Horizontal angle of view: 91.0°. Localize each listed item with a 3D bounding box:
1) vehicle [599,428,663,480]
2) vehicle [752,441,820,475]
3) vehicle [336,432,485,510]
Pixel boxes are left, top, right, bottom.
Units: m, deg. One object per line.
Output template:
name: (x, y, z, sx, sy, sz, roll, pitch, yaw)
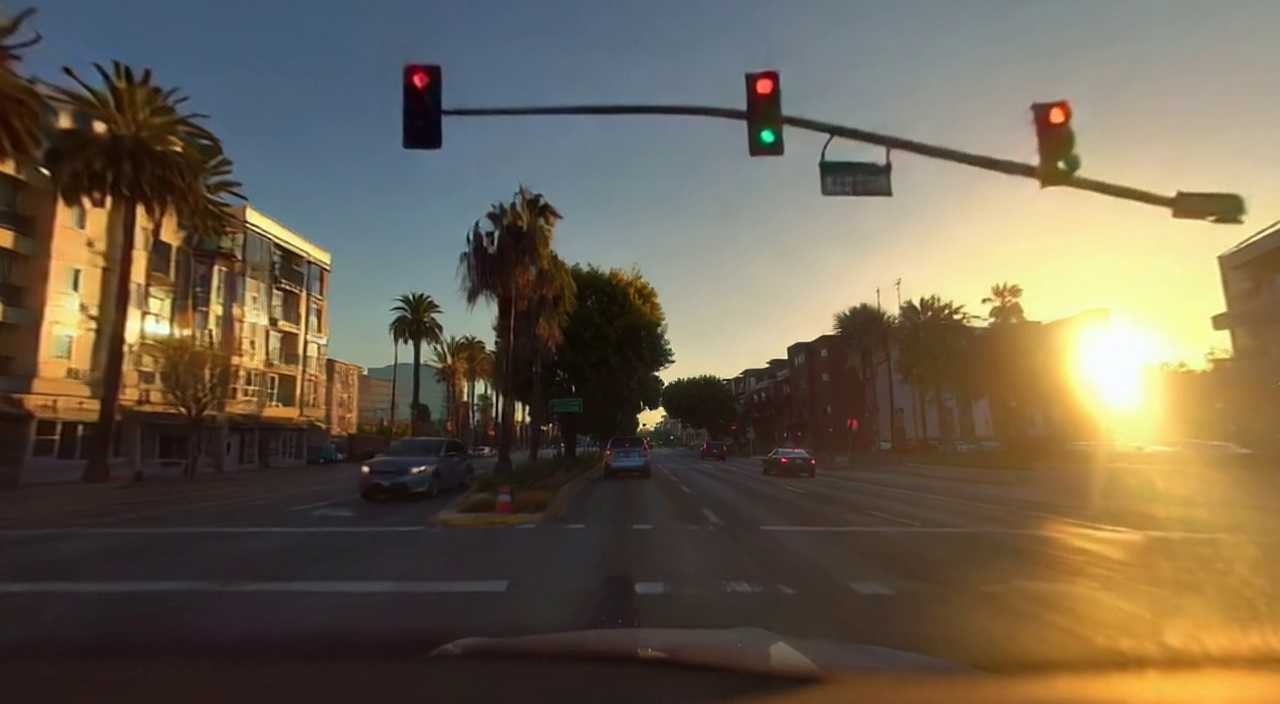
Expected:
vehicle: (-0.315, 3.956, 24.608, 2.277, 1.816, 4.192, 0, -8, 0)
vehicle: (6.793, 4.969, 29.787, 1.975, 1.483, 4.769, 0, -8, -1)
vehicle: (-5.257, 2.744, 15.108, 2.028, 1.489, 4.386, -3, -8, -1)
